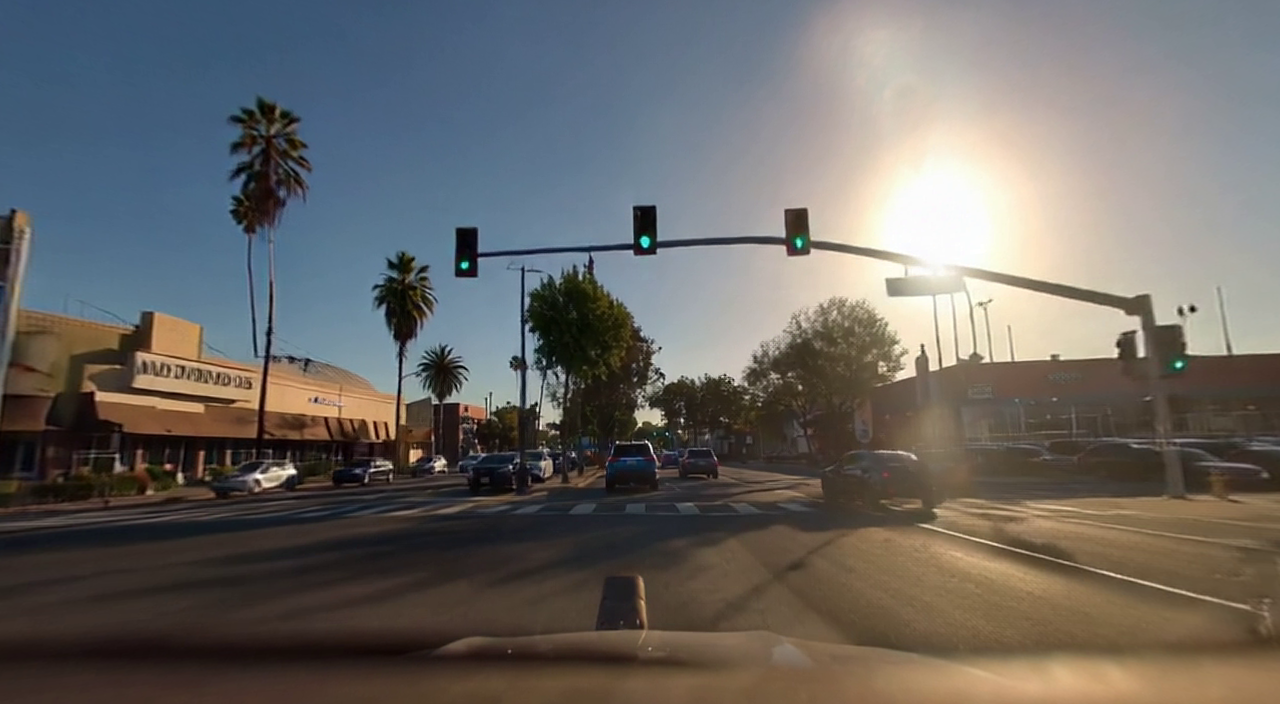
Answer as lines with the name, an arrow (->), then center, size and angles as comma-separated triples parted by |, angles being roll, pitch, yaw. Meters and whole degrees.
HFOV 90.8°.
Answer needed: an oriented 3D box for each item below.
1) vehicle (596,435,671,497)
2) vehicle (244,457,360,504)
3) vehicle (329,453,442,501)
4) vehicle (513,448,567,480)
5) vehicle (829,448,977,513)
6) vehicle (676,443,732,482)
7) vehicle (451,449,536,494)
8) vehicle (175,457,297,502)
vehicle -> -0.228, 3.618, 20.408 | 2.151, 1.787, 4.109 | 0, -9, -1
vehicle -> -11.921, 4.517, 22.624 | 1.850, 1.414, 4.184 | 0, -9, 0
vehicle -> -8.604, 4.224, 21.811 | 2.061, 1.415, 4.289 | 0, -9, 1
vehicle -> -5.073, 5.739, 32.637 | 2.036, 1.541, 4.107 | -1, -9, 2
vehicle -> 6.705, 3.296, 16.737 | 1.944, 1.447, 4.309 | 0, -9, -2
vehicle -> 2.957, 5.228, 30.180 | 2.112, 1.710, 4.234 | 0, -9, -2
vehicle -> -5.221, 4.307, 23.147 | 2.030, 1.441, 4.324 | 0, -9, 1
vehicle -> -15.355, 4.839, 24.330 | 2.048, 1.494, 4.069 | 0, -9, -2
